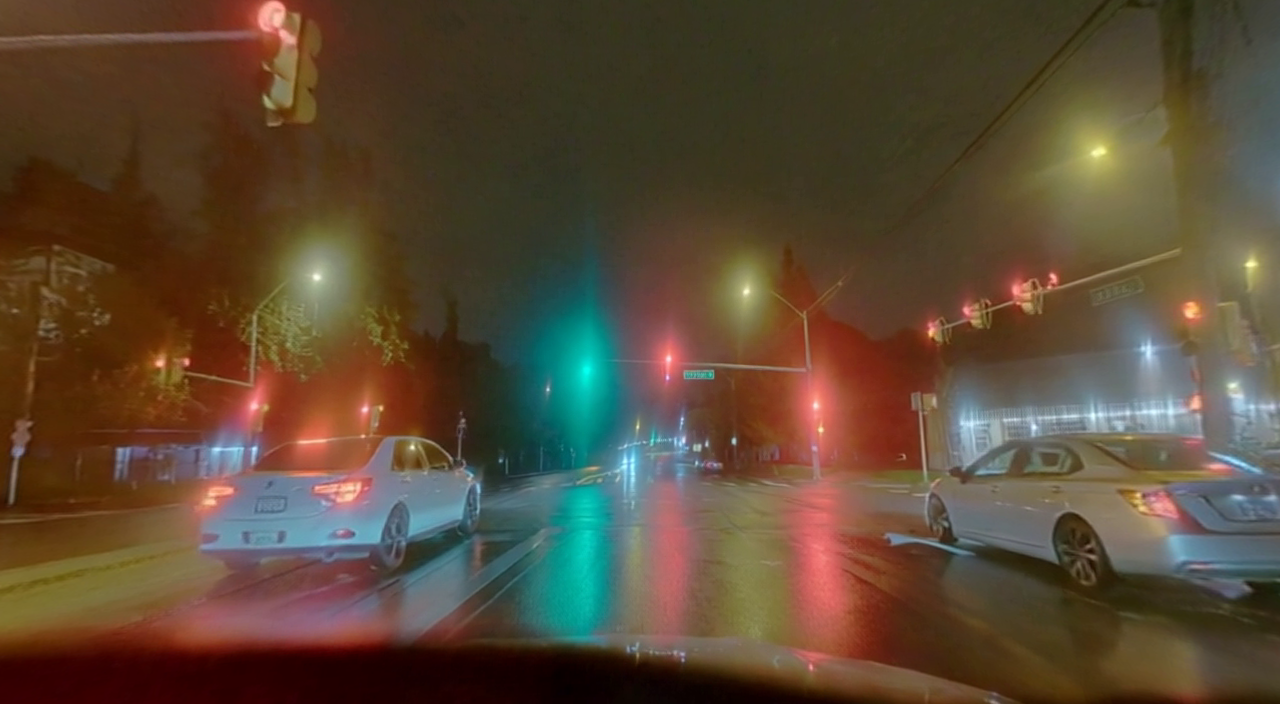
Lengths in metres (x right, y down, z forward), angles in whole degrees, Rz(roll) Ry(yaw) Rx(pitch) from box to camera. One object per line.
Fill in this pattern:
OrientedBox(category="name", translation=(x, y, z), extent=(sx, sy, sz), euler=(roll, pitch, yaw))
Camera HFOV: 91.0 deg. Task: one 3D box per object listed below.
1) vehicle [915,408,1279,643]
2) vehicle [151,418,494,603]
OrientedBox(category="vehicle", translation=(4.984, 1.570, 6.776), extent=(2.039, 1.655, 4.495), euler=(0, -9, 1))
OrientedBox(category="vehicle", translation=(-3.350, 1.740, 7.834), extent=(1.947, 1.627, 4.248), euler=(0, -9, 1))
